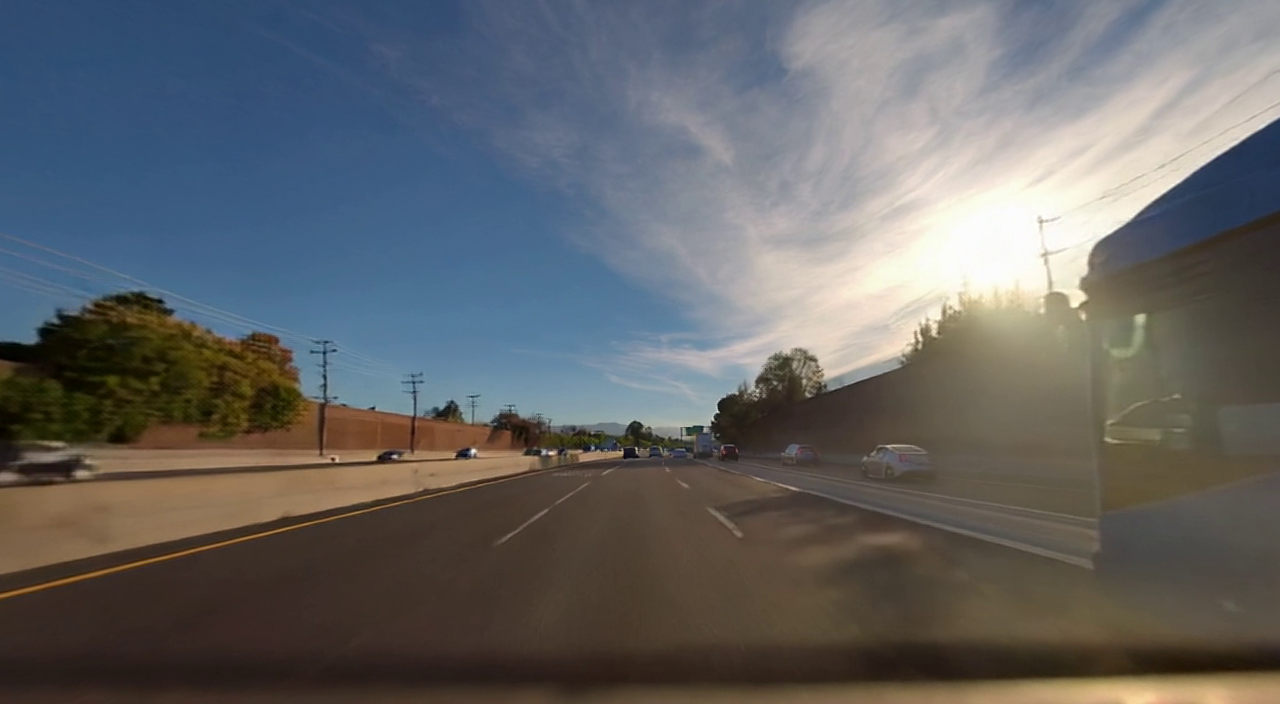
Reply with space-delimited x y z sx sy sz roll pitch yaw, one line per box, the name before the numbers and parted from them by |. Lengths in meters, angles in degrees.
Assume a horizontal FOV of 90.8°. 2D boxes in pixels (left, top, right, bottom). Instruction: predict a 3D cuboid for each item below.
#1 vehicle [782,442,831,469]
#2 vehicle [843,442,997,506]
vehicle | 11.418 7.150 43.658 2.151 1.734 4.519 0 -9 0
vehicle | 7.362 3.235 17.252 2.047 1.479 4.593 0 -9 -1
